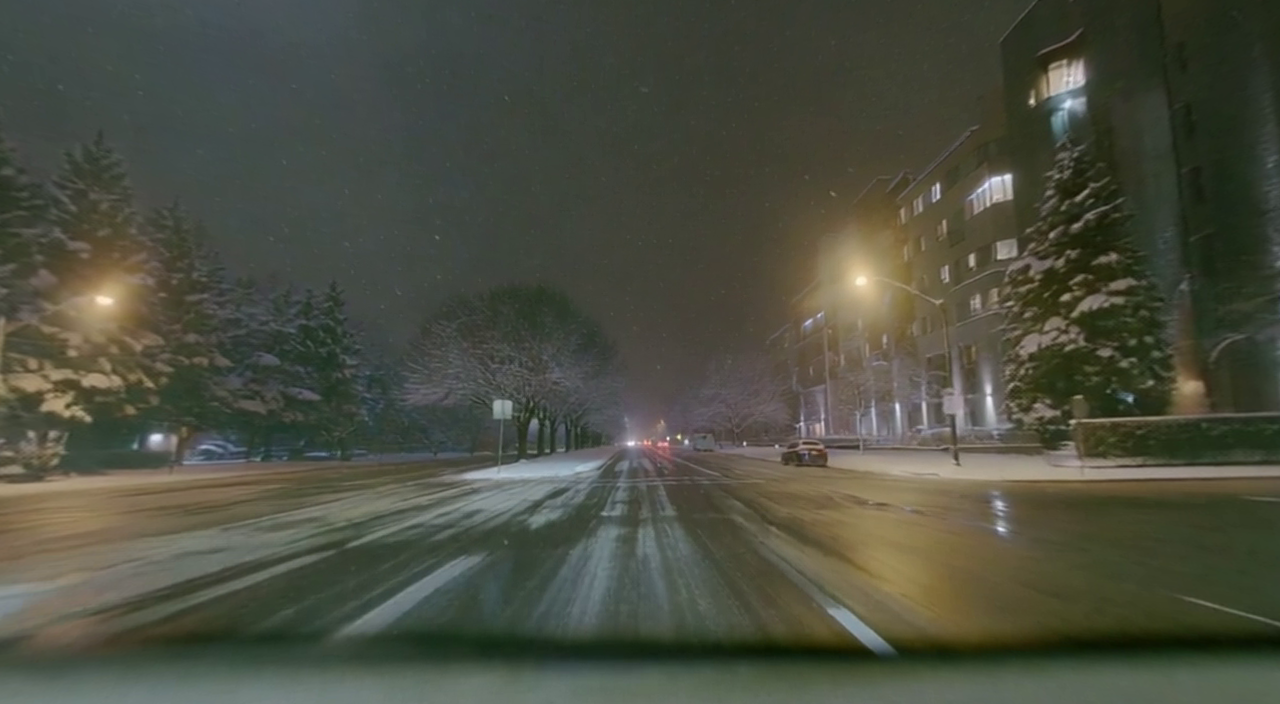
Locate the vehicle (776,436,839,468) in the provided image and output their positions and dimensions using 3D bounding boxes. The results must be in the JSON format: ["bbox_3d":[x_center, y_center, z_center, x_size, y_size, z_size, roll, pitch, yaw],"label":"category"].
[{"bbox_3d":[9.865,5.952,37.726,2.065,1.732,5.036,1,-8,-4],"label":"vehicle"}]
